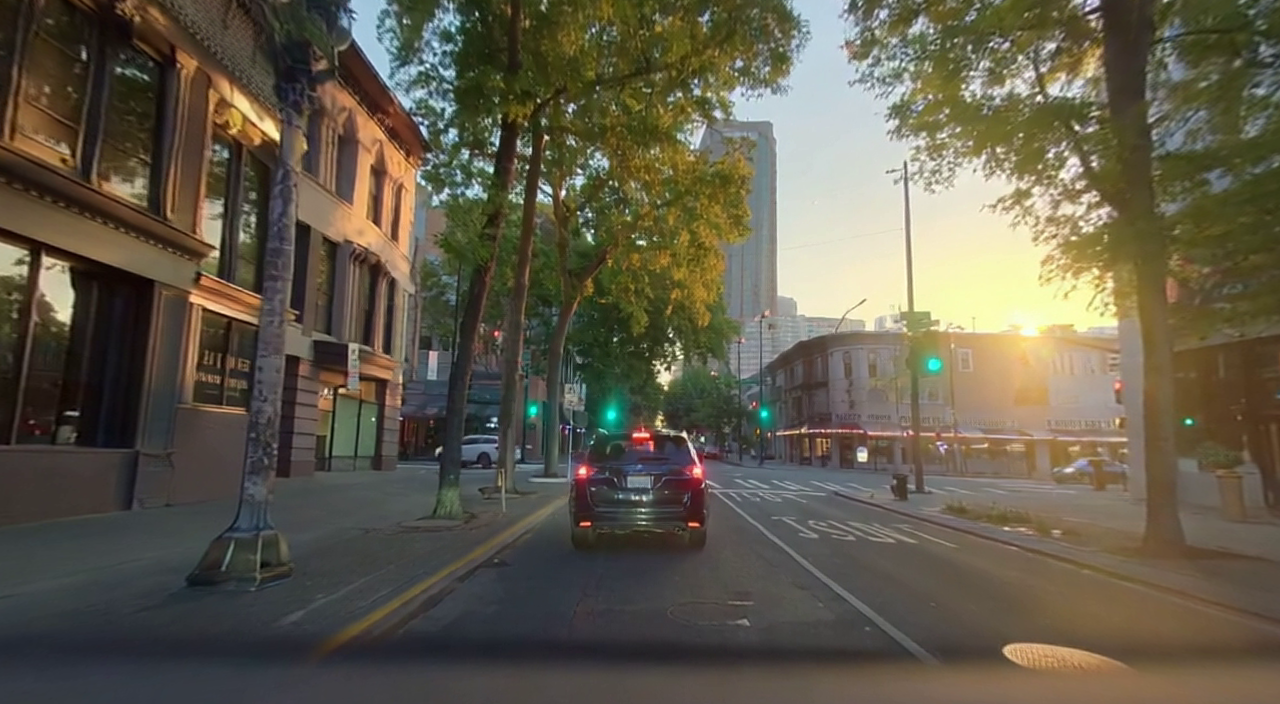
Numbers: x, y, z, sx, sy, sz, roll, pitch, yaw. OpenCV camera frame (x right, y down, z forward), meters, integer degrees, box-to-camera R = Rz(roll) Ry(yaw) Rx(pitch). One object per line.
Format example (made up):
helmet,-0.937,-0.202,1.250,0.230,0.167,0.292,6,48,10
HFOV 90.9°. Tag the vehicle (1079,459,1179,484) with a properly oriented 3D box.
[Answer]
vehicle,30.239,7.371,39.040,4.668,1.441,1.904,0,-9,-4

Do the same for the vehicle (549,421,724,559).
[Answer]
vehicle,-0.051,1.931,9.490,2.079,1.621,3.861,0,-8,0

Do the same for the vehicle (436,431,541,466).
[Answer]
vehicle,-7.441,4.723,30.972,4.536,1.586,2.254,-4,-9,23

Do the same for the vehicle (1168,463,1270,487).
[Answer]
vehicle,35.953,7.626,39.195,4.457,1.409,1.873,0,-9,-1
